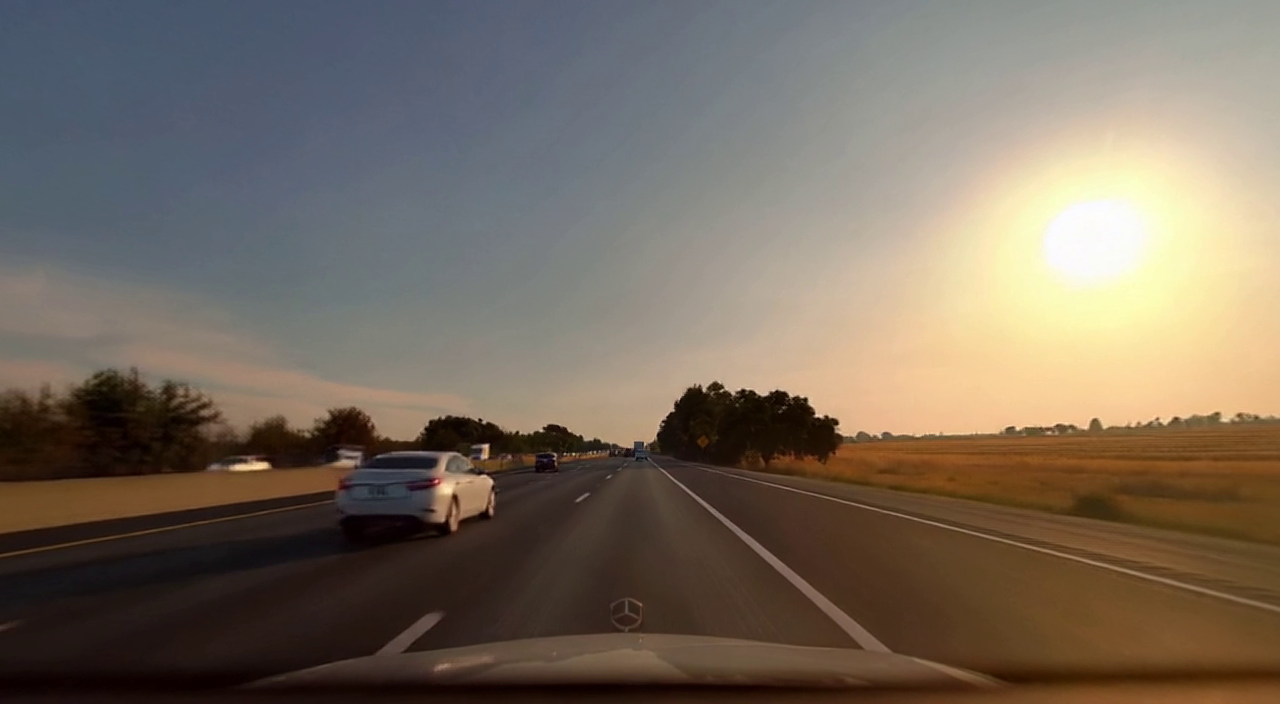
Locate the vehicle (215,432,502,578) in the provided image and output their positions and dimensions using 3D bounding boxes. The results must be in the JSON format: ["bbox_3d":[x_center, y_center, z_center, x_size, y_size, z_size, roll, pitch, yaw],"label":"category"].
[{"bbox_3d":[-3.636,2.065,9.304,2.139,1.607,4.378,0,-9,1],"label":"vehicle"}]

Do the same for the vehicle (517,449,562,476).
[{"bbox_3d":[-6.718,7.442,42.815,2.234,1.698,4.634,0,-9,1],"label":"vehicle"}]

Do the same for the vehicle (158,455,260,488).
[{"bbox_3d":[-21.713,6.019,32.052,1.897,1.499,4.565,0,-9,1],"label":"vehicle"}]
